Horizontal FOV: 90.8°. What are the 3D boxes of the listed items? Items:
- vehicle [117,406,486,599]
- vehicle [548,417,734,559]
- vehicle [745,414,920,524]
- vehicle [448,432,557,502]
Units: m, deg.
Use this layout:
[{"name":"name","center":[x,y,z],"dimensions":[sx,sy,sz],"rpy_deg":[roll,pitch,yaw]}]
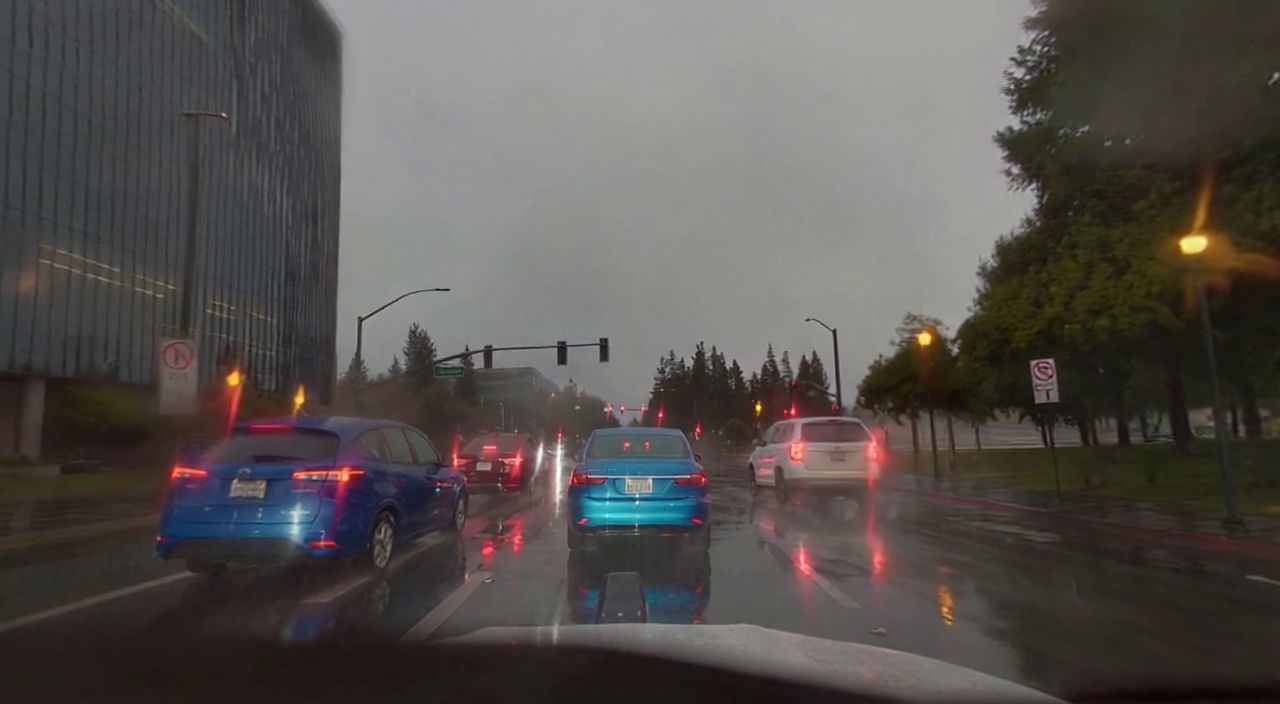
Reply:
[{"name":"vehicle","center":[-3.540,1.654,7.847],"dimensions":[2.083,1.691,4.398],"rpy_deg":[0,-8,1]},{"name":"vehicle","center":[-0.026,1.917,9.639],"dimensions":[2.207,1.659,4.155],"rpy_deg":[0,-8,-1]},{"name":"vehicle","center":[3.618,2.307,12.960],"dimensions":[2.026,1.819,4.579],"rpy_deg":[0,-8,-1]},{"name":"vehicle","center":[-3.644,3.125,17.609],"dimensions":[2.068,1.678,4.199],"rpy_deg":[0,-8,0]}]
